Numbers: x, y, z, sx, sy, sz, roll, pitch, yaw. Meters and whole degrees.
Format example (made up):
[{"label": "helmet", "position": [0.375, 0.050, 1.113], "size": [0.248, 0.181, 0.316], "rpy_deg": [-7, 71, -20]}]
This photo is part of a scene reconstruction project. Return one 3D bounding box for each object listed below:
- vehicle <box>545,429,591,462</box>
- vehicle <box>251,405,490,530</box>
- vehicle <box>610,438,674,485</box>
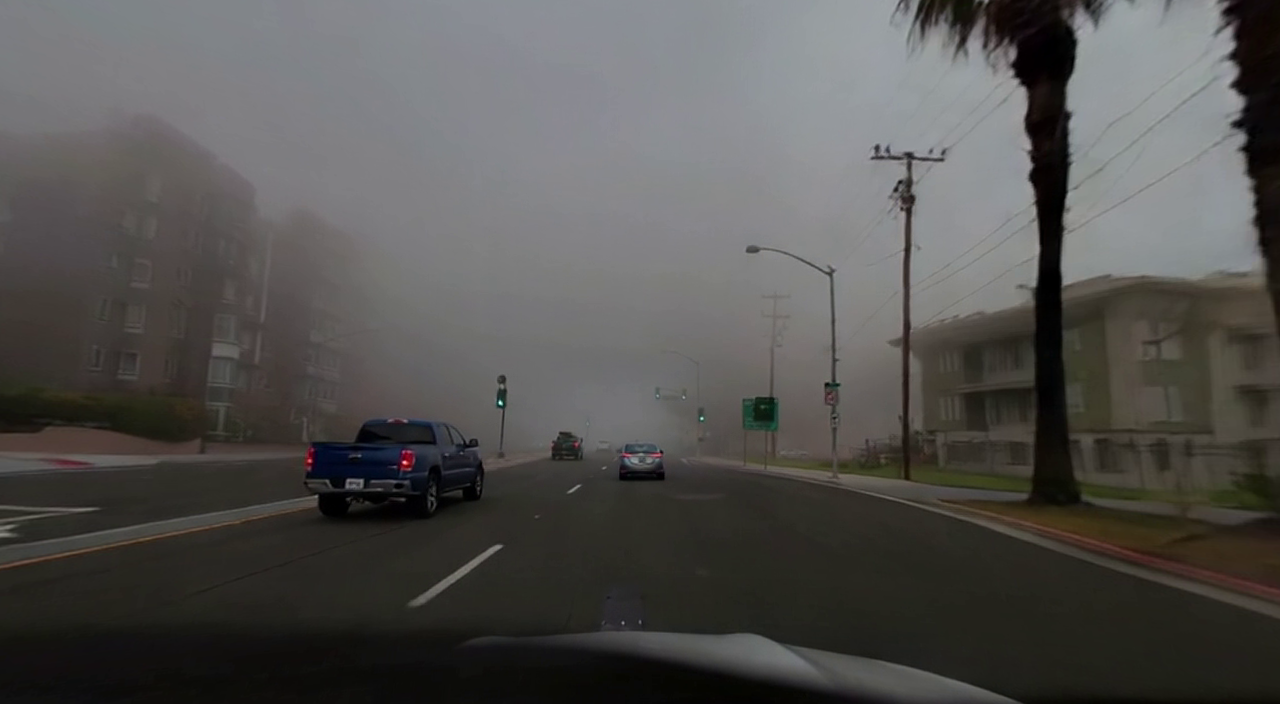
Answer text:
[{"label": "vehicle", "position": [-4.781, 6.355, 42.729], "size": [2.447, 2.062, 5.911], "rpy_deg": [-1, -8, 0]}, {"label": "vehicle", "position": [-4.902, 2.214, 12.832], "size": [2.187, 1.904, 6.103], "rpy_deg": [0, -8, 0]}, {"label": "vehicle", "position": [0.069, 3.979, 23.221], "size": [2.122, 1.562, 4.152], "rpy_deg": [0, -8, 0]}]
